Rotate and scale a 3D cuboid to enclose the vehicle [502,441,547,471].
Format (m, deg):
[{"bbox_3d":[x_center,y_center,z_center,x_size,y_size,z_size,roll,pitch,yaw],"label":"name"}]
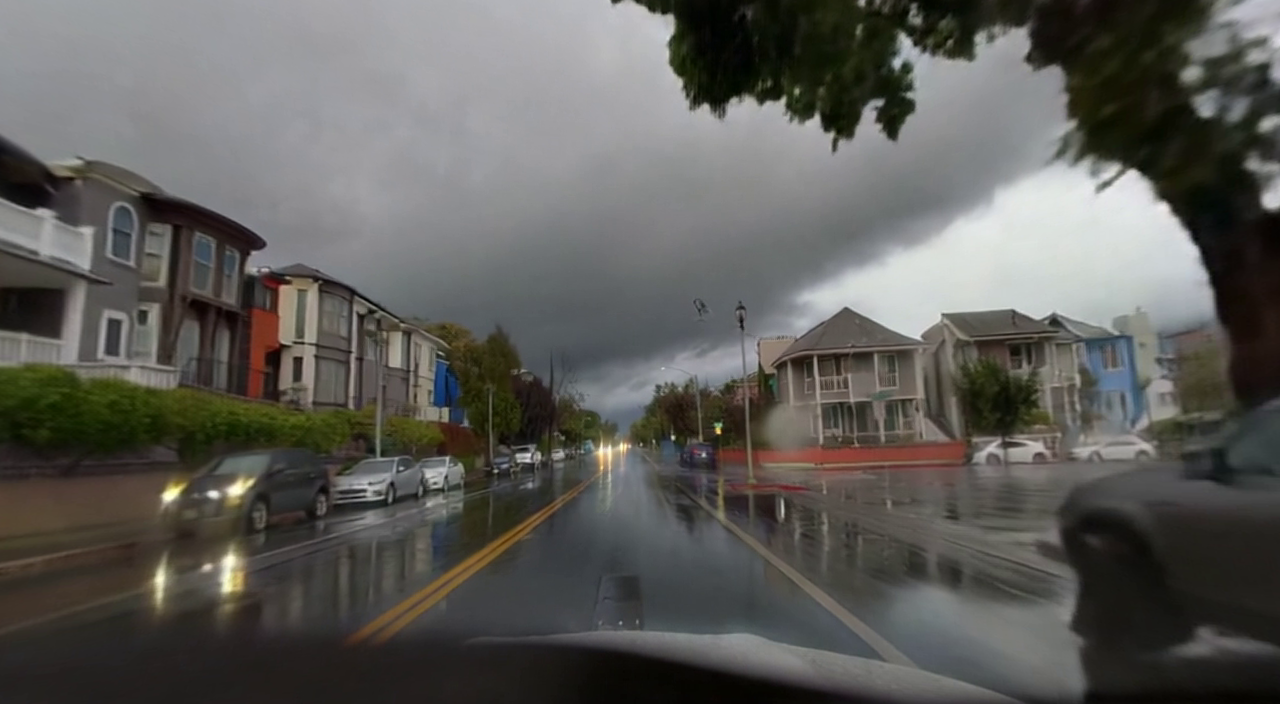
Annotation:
[{"bbox_3d":[-7.930,7.199,43.698,2.283,1.853,4.903,-1,-9,-1],"label":"vehicle"}]

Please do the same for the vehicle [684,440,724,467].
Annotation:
[{"bbox_3d":[4.218,6.795,42.273,2.034,1.674,4.271,0,-9,-3],"label":"vehicle"}]

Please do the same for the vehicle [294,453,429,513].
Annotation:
[{"bbox_3d":[-8.077,3.799,18.885,1.970,1.480,4.616,-1,-9,-1],"label":"vehicle"}]

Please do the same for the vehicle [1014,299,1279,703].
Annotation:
[{"bbox_3d":[4.327,0.671,2.340,2.393,2.075,5.683,0,-9,0],"label":"vehicle"}]

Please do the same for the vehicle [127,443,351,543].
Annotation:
[{"bbox_3d":[-8.080,2.836,13.359,1.919,1.698,4.328,-1,-9,-1],"label":"vehicle"}]

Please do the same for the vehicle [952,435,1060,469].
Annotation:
[{"bbox_3d":[20.062,5.501,34.779,4.568,1.727,2.199,0,-9,-2],"label":"vehicle"}]

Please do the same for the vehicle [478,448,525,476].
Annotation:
[{"bbox_3d":[-8.181,6.518,37.728,1.967,1.517,4.360,0,-9,-2],"label":"vehicle"}]
